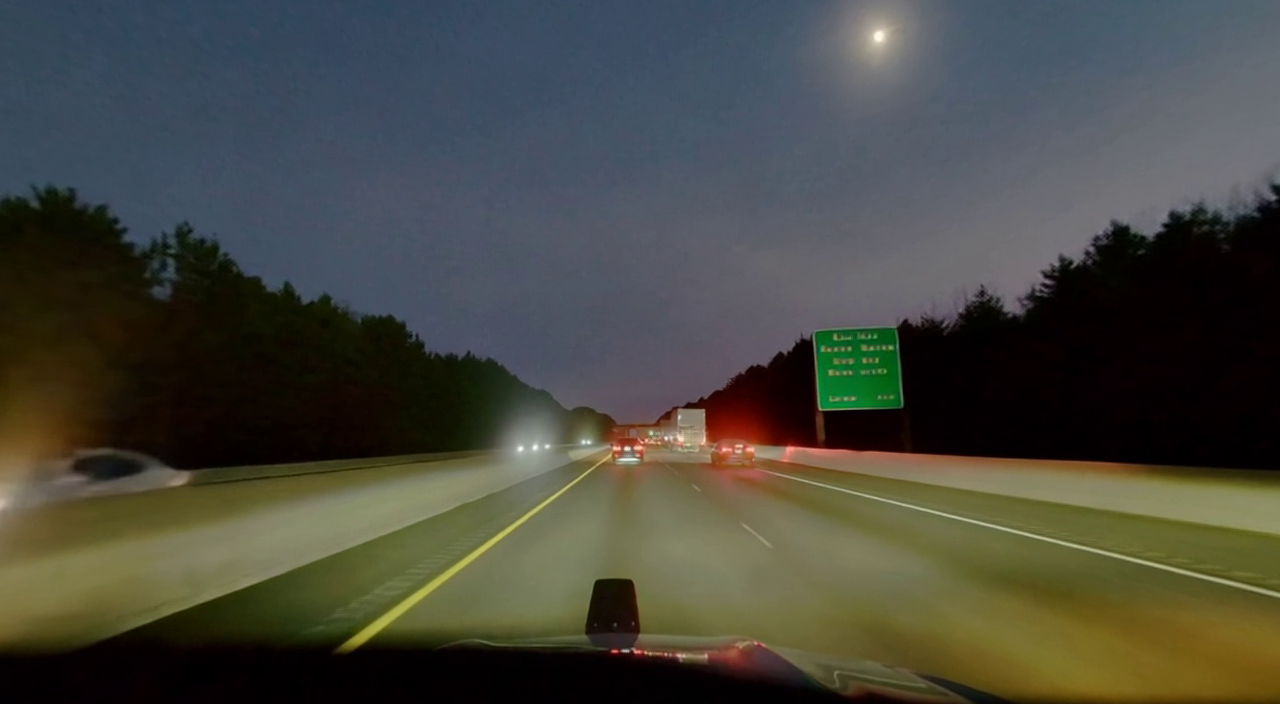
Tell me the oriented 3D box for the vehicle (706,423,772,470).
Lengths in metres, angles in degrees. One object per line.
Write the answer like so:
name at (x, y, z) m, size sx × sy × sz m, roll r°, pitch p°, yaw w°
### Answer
vehicle at (4.327, 4.189, 28.212) m, size 2.073 × 1.905 × 4.023 m, roll 0°, pitch -8°, yaw -3°

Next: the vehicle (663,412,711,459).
vehicle at (3.166, 5.904, 44.673) m, size 2.728 × 3.053 × 7.708 m, roll 0°, pitch -8°, yaw -1°

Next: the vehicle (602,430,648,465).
vehicle at (-0.771, 4.879, 32.490) m, size 2.206 × 1.681 × 4.111 m, roll 0°, pitch -8°, yaw -1°
